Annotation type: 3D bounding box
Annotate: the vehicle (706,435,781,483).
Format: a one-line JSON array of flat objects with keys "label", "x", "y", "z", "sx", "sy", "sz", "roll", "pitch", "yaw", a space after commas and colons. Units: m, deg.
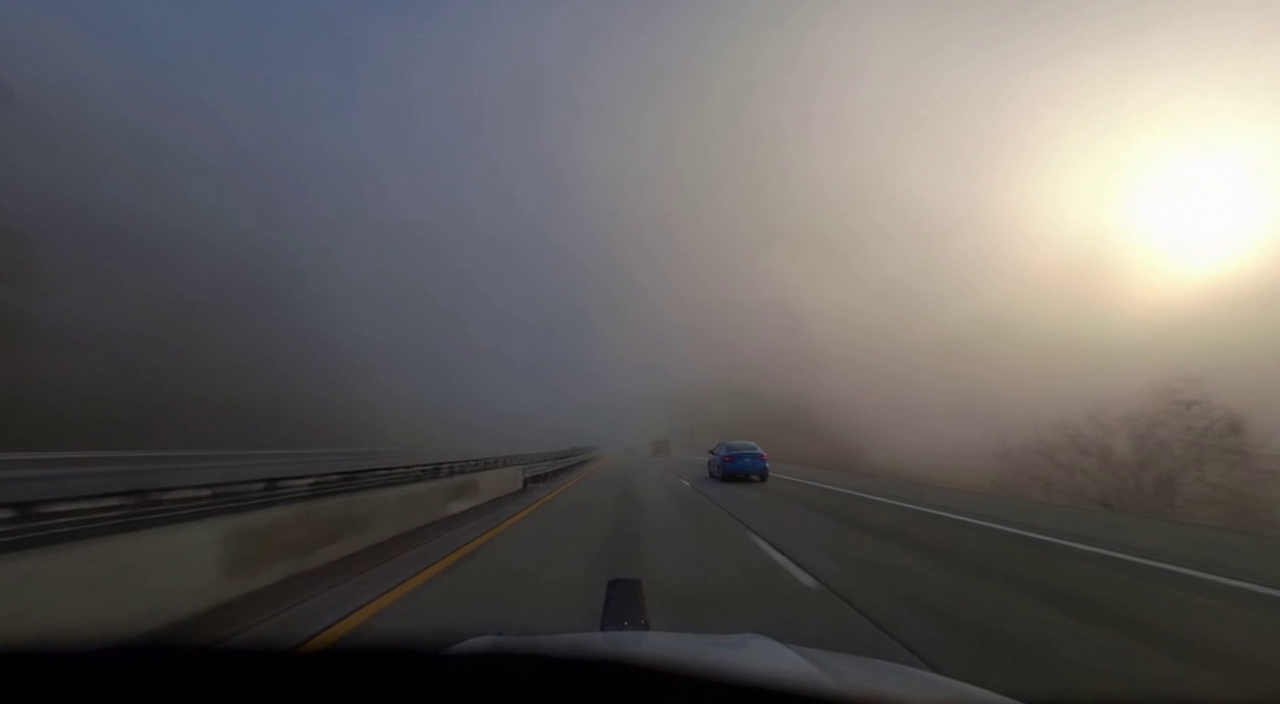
[{"label": "vehicle", "x": 3.498, "y": 3.679, "z": 21.904, "sx": 1.945, "sy": 1.538, "sz": 3.729, "roll": 0, "pitch": -8, "yaw": -1}]
